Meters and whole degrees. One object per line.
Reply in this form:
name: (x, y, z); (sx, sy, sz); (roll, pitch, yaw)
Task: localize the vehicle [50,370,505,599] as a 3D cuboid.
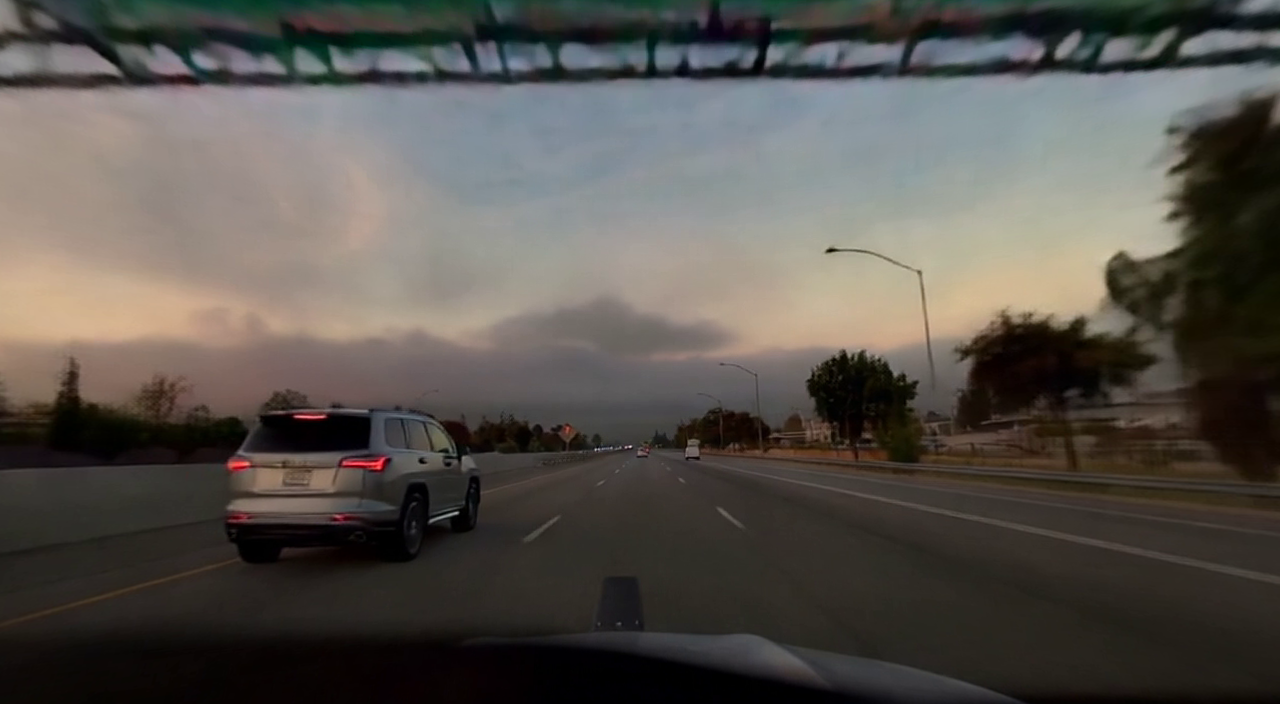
vehicle: (-3.687, 1.538, 8.258); (2.431, 1.928, 5.760); (0, -9, 1)
